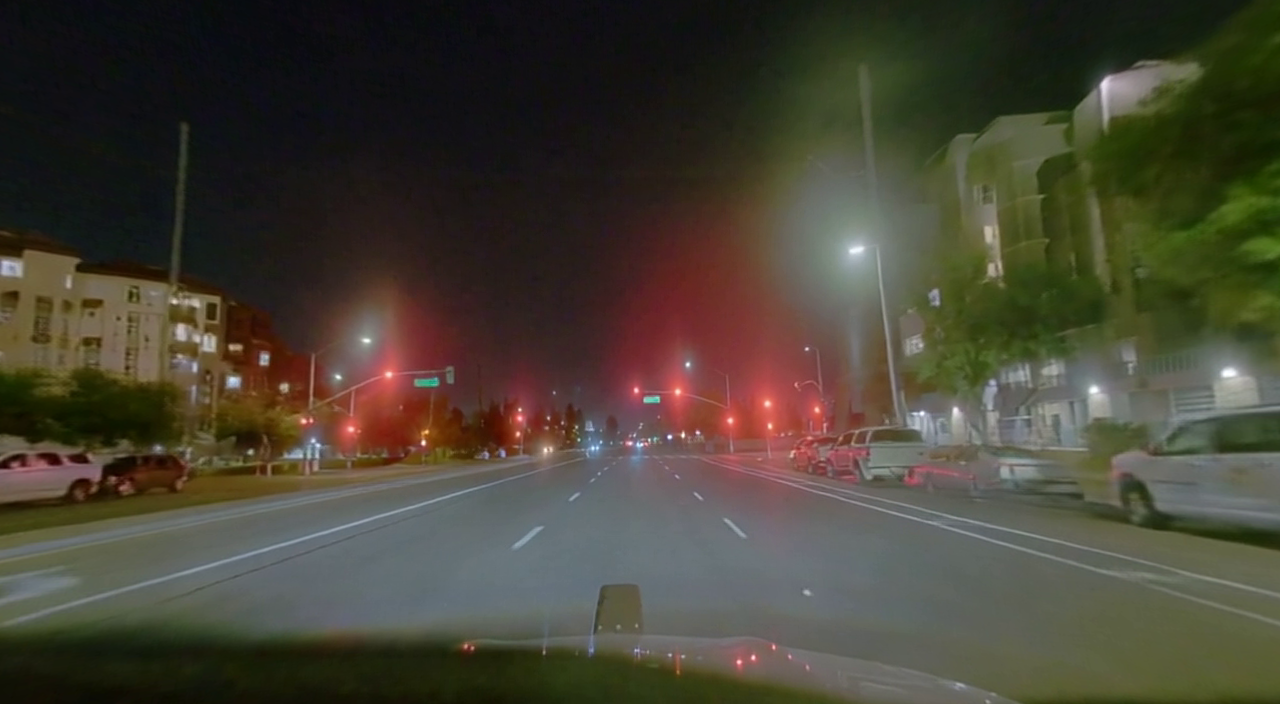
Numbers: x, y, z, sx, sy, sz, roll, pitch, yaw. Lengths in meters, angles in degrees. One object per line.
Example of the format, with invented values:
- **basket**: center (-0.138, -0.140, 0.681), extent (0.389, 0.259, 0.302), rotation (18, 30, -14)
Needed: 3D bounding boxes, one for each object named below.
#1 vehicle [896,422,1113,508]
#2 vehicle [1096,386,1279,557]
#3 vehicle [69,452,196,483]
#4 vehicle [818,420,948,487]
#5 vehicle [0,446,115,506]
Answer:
- **vehicle**: center (7.960, 2.517, 14.503), extent (1.987, 1.628, 4.712), rotation (0, -8, -3)
- **vehicle**: center (8.168, 1.417, 7.573), extent (1.870, 1.912, 4.657), rotation (0, -8, 0)
- **vehicle**: center (-29.002, 6.600, 36.236), extent (5.352, 1.644, 2.387), rotation (-1, -8, 4)
- **vehicle**: center (7.679, 3.280, 20.691), extent (2.130, 1.877, 5.334), rotation (0, -8, 0)
- **vehicle**: center (-22.258, 4.394, 22.312), extent (2.328, 1.929, 6.055), rotation (-4, -8, 0)
